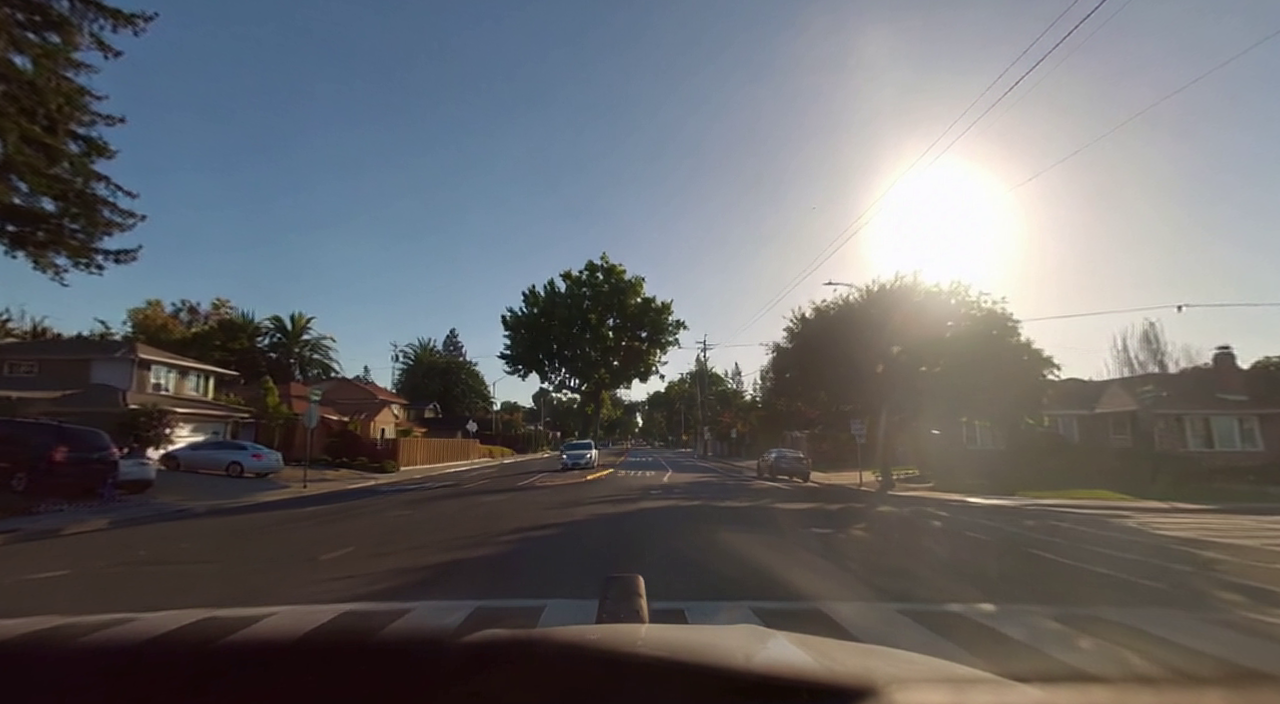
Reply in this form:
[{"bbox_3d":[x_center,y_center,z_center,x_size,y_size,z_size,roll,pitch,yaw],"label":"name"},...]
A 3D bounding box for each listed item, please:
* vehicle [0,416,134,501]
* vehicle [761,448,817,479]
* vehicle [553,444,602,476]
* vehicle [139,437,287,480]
[{"bbox_3d":[-17.917,3.017,18.070,4.800,2.259,2.303,0,-9,0],"label":"vehicle"},{"bbox_3d":[8.020,6.001,34.432,2.029,1.554,4.705,0,-9,1],"label":"vehicle"},{"bbox_3d":[-3.028,5.338,31.432,2.014,1.499,3.999,0,-9,0],"label":"vehicle"},{"bbox_3d":[-17.919,4.492,26.715,4.743,1.734,1.994,0,-9,-1],"label":"vehicle"}]
